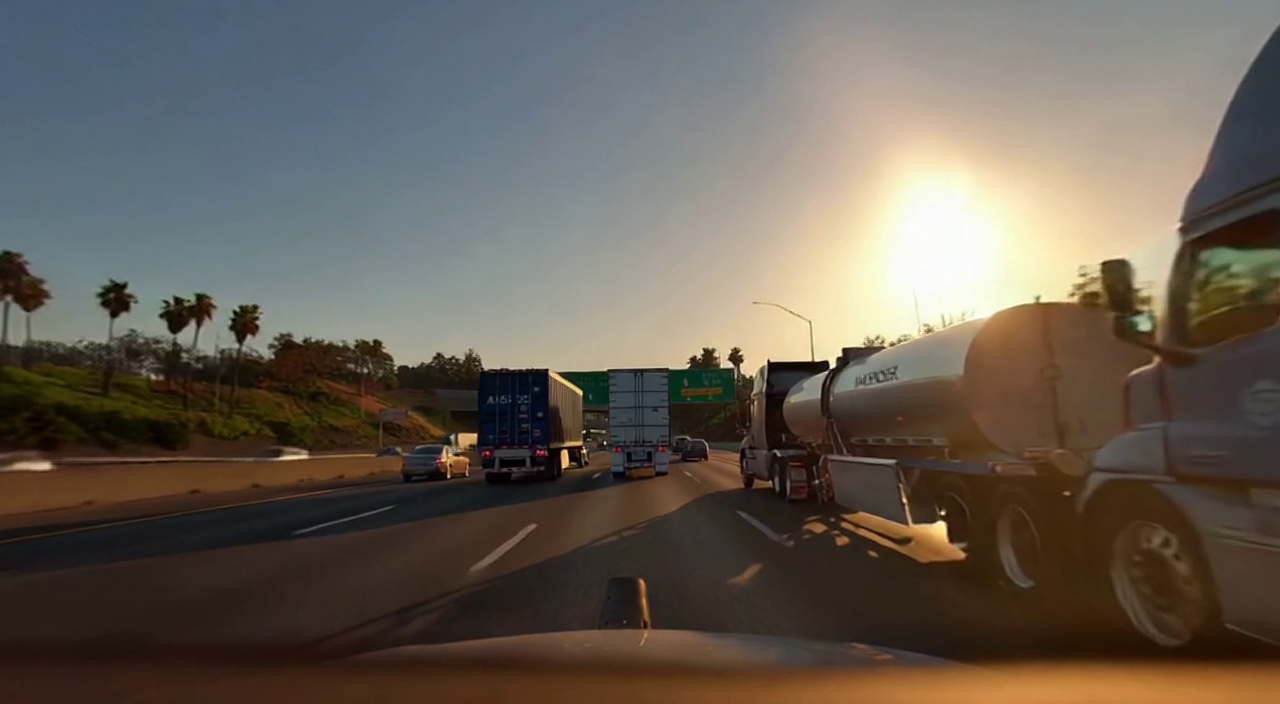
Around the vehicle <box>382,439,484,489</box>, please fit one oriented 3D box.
[{"bbox_3d":[-6.784,3.693,21.222,1.916,1.465,4.451,0,-8,0],"label":"vehicle"}]

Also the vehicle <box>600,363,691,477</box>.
[{"bbox_3d":[0.260,3.682,30.606,3.097,3.856,18.209,0,-9,0],"label":"vehicle"}]

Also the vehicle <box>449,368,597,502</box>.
[{"bbox_3d":[-3.216,2.797,20.904,2.786,3.228,11.082,0,-8,0],"label":"vehicle"}]

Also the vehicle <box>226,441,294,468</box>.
[{"bbox_3d":[-20.105,5.423,33.489,1.504,1.357,3.268,0,-8,1],"label":"vehicle"}]

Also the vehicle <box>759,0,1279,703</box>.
[{"bbox_3d":[4.403,0.501,8.695,2.887,4.178,14.553,0,-8,1],"label":"vehicle"}]
